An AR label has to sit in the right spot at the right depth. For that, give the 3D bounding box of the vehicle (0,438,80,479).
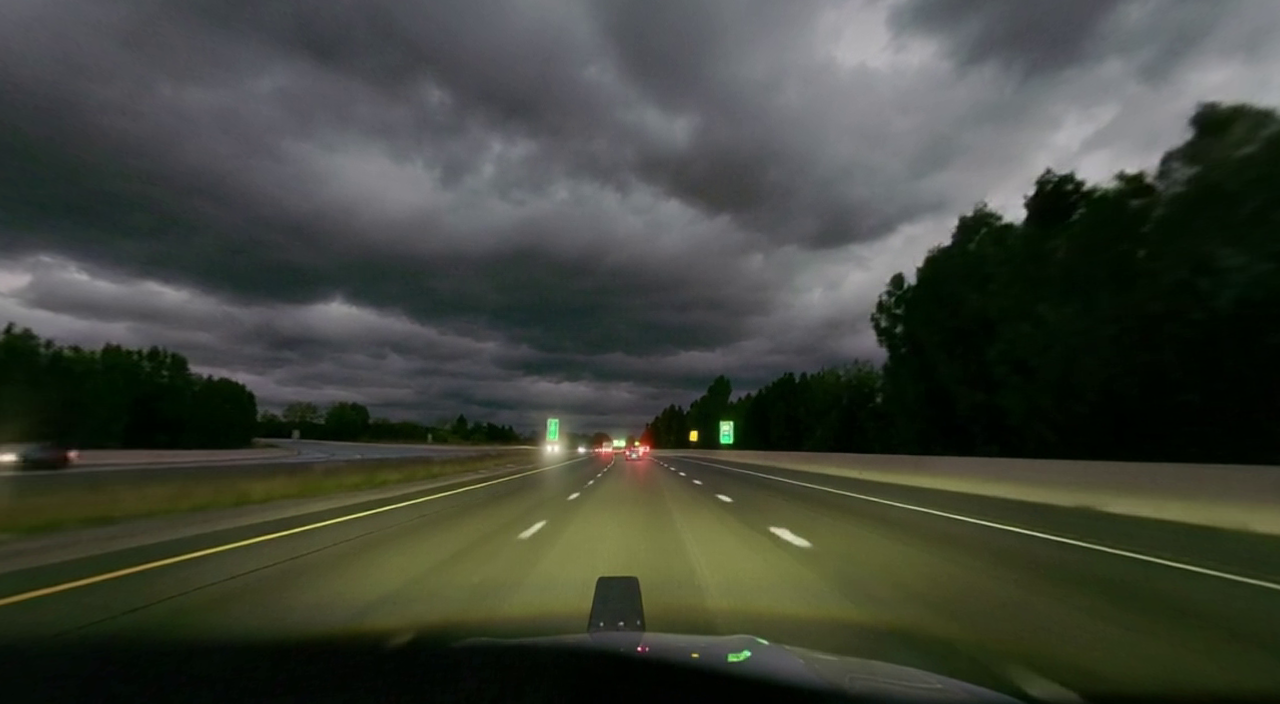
[{"bbox_3d":[-24.300,4.057,24.076,1.985,1.458,4.373,1,-9,-5],"label":"vehicle"}]
